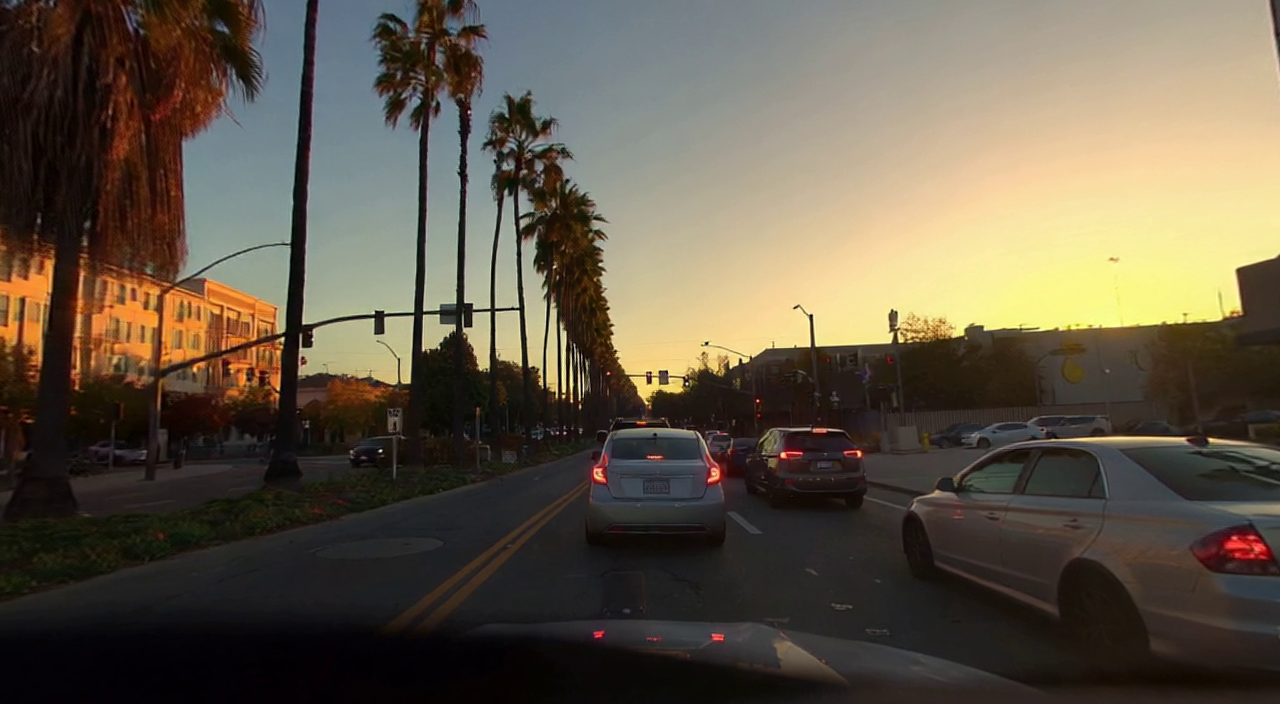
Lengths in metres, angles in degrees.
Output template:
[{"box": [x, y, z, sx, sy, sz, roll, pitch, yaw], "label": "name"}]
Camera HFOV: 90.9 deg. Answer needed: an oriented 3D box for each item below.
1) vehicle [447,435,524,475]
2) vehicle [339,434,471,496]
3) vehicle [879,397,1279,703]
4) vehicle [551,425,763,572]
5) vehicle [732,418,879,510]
[{"box": [-6.053, 4.100, 25.255, 1.822, 1.456, 4.396, -1, -8, 2], "label": "vehicle"}, {"box": [-6.255, 3.052, 17.376, 1.900, 1.487, 4.165, 0, -8, 2], "label": "vehicle"}, {"box": [3.541, 1.221, 4.474, 1.910, 1.490, 4.661, 0, -8, 1], "label": "vehicle"}, {"box": [0.177, 1.786, 8.458, 2.140, 1.474, 4.026, 0, -8, 0], "label": "vehicle"}, {"box": [3.498, 2.470, 14.315, 2.169, 1.751, 4.276, 0, -8, 0], "label": "vehicle"}]
